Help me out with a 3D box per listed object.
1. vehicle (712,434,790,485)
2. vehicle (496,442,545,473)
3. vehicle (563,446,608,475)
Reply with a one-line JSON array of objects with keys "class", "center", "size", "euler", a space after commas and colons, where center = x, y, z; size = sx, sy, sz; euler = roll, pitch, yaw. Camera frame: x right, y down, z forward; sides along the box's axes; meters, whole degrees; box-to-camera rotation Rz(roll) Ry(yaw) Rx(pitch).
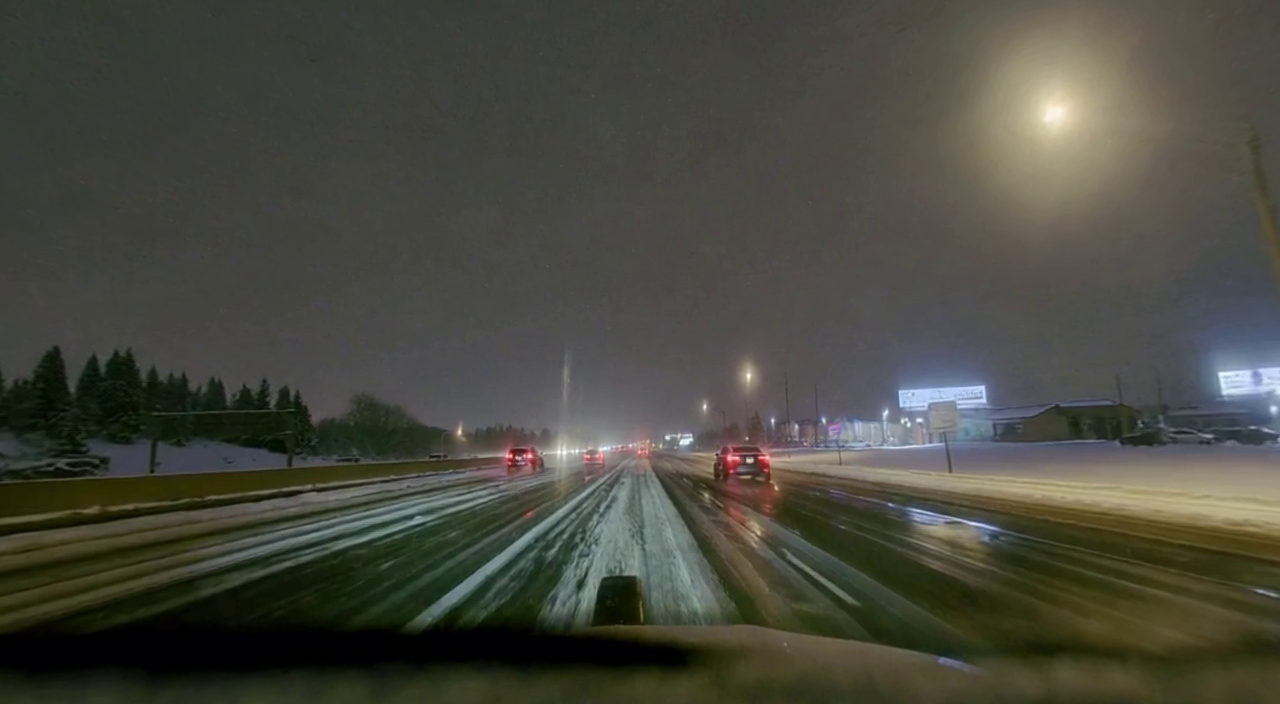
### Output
[{"class": "vehicle", "center": [4.109, 4.096, 24.251], "size": [2.109, 1.764, 4.704], "euler": [0, -9, 0]}, {"class": "vehicle", "center": [-7.523, 6.707, 40.168], "size": [2.112, 1.813, 4.716], "euler": [-1, -9, 2]}, {"class": "vehicle", "center": [-3.022, 6.165, 36.012], "size": [2.139, 1.510, 4.506], "euler": [0, -9, 1]}]
